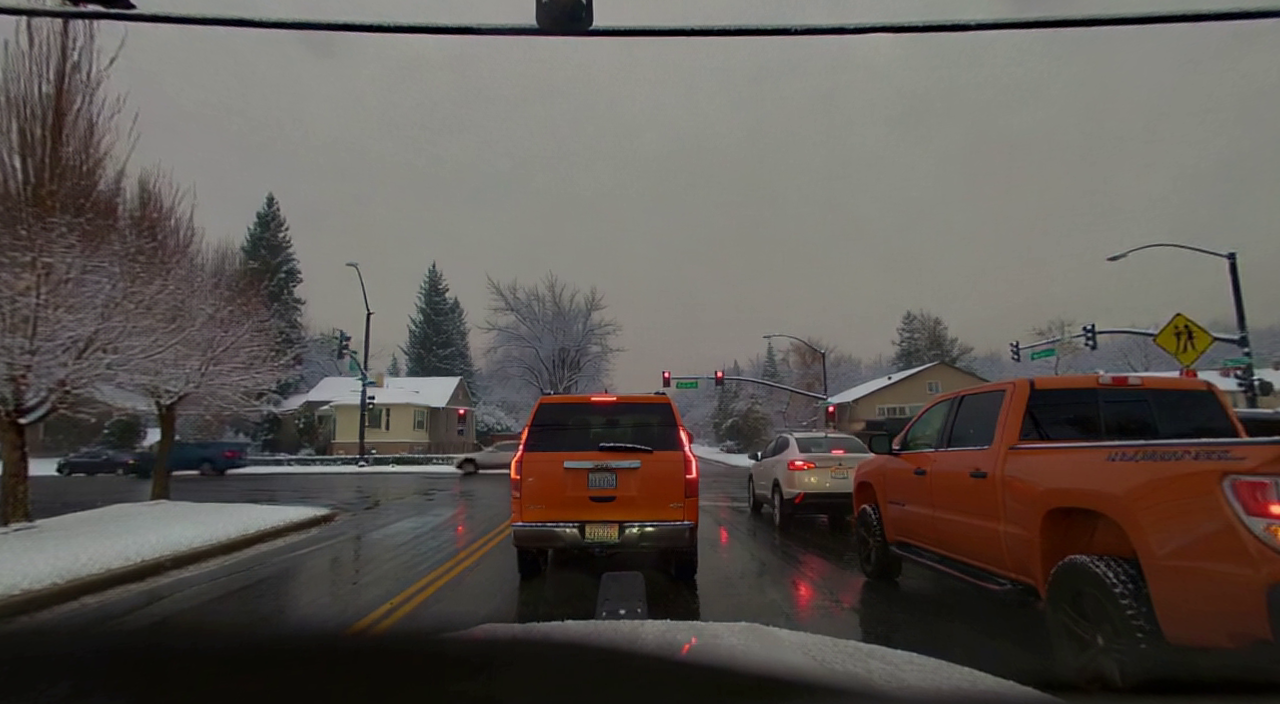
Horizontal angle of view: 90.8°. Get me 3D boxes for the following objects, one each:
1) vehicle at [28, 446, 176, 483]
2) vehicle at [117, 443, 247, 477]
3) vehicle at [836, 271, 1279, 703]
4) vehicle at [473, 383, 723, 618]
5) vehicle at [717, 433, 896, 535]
[{"bbox_3d":[-22.904,4.784,27.062,4.533,1.350,1.714,0,-7,-9],"label":"vehicle"},{"bbox_3d":[-22.107,5.203,30.666,4.718,1.530,1.747,1,-8,-9],"label":"vehicle"},{"bbox_3d":[2.985,0.939,3.872,1.886,1.849,5.070,0,-8,-1],"label":"vehicle"},{"bbox_3d":[-0.272,1.382,6.614,1.915,1.780,3.379,0,-8,2],"label":"vehicle"},{"bbox_3d":[2.721,2.263,11.527,1.952,1.465,4.421,0,-8,-2],"label":"vehicle"}]
